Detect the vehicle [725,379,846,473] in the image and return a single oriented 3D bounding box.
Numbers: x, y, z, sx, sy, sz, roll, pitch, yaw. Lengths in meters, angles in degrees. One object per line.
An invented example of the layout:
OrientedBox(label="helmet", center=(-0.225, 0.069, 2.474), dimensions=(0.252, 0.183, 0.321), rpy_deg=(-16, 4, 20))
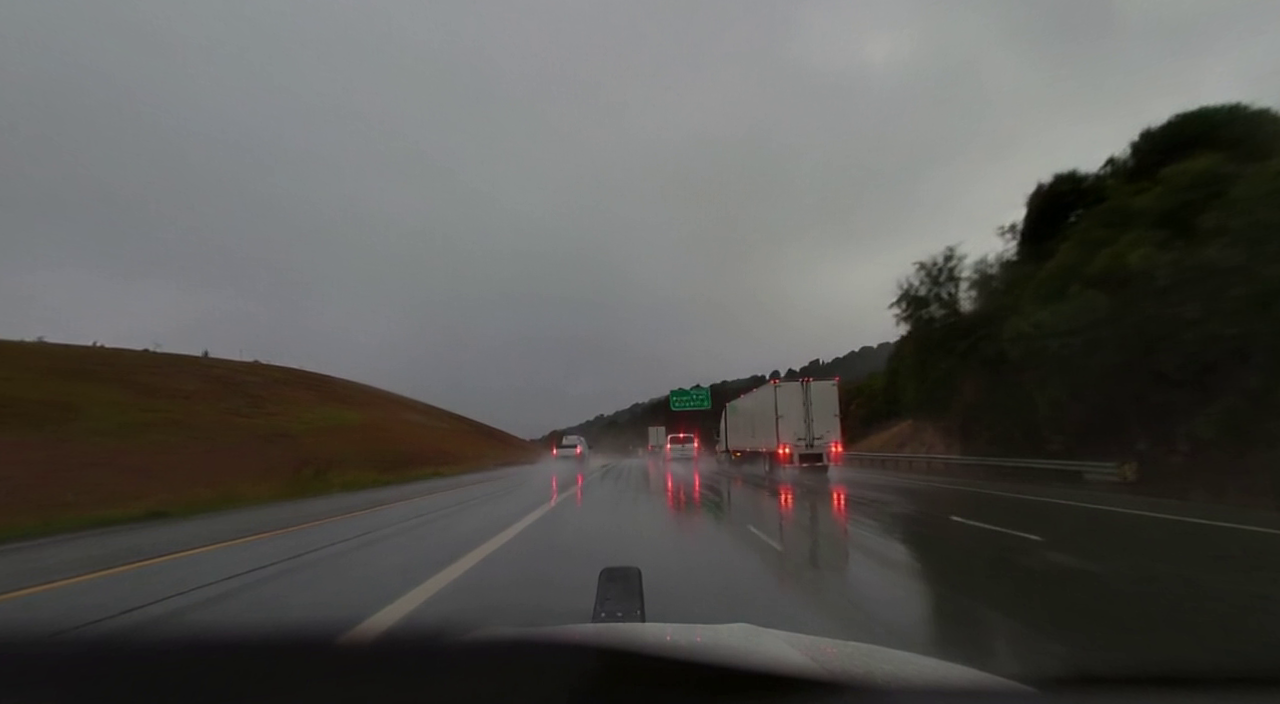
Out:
OrientedBox(label="vehicle", center=(7.618, 4.521, 36.439), dimensions=(2.935, 4.187, 16.357), rpy_deg=(0, -9, -1))

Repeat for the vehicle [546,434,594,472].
OrientedBox(label="vehicle", center=(-3.919, 5.733, 36.076), dimensions=(2.193, 1.977, 4.759), rpy_deg=(0, -9, 0))

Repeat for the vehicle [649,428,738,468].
OrientedBox(label="vehicle", center=(3.150, 5.795, 38.203), dimensions=(5.075, 2.277, 2.365), rpy_deg=(0, -9, -2))
